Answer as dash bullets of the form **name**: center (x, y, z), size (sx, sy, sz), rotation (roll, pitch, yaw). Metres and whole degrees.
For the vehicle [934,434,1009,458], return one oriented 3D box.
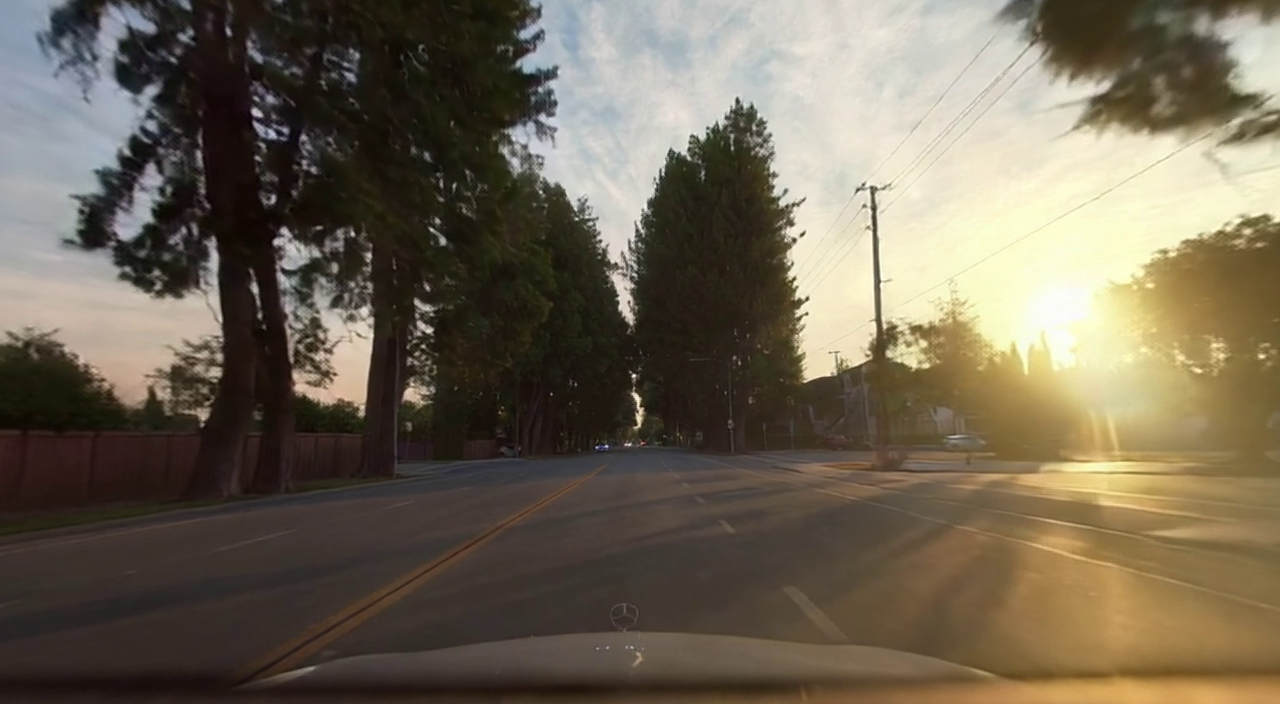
- **vehicle**: center (24.407, 6.932, 46.539), size (4.508, 1.687, 2.070), rotation (-2, -9, 15)
